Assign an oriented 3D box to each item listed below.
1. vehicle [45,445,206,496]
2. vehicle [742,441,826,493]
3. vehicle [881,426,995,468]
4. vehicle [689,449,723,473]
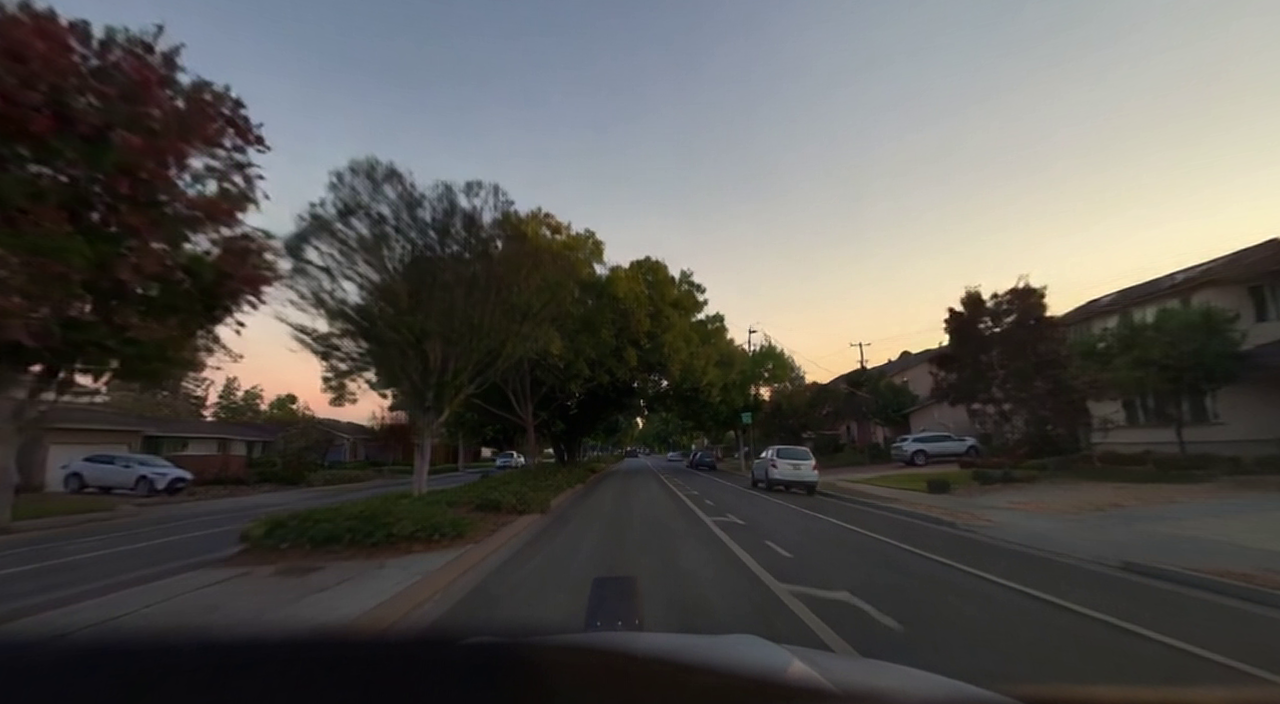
[{"bbox_3d":[-20.363,4.666,25.152,4.564,1.895,2.221,-1,-9,6],"label":"vehicle"},{"bbox_3d":[5.110,4.144,23.116,2.001,1.693,4.311,0,-9,-1],"label":"vehicle"},{"bbox_3d":[15.843,5.087,33.814,4.921,2.117,2.249,-1,-9,2],"label":"vehicle"},{"bbox_3d":[4.747,7.935,46.171,1.900,1.608,5.037,0,-9,-1],"label":"vehicle"}]
